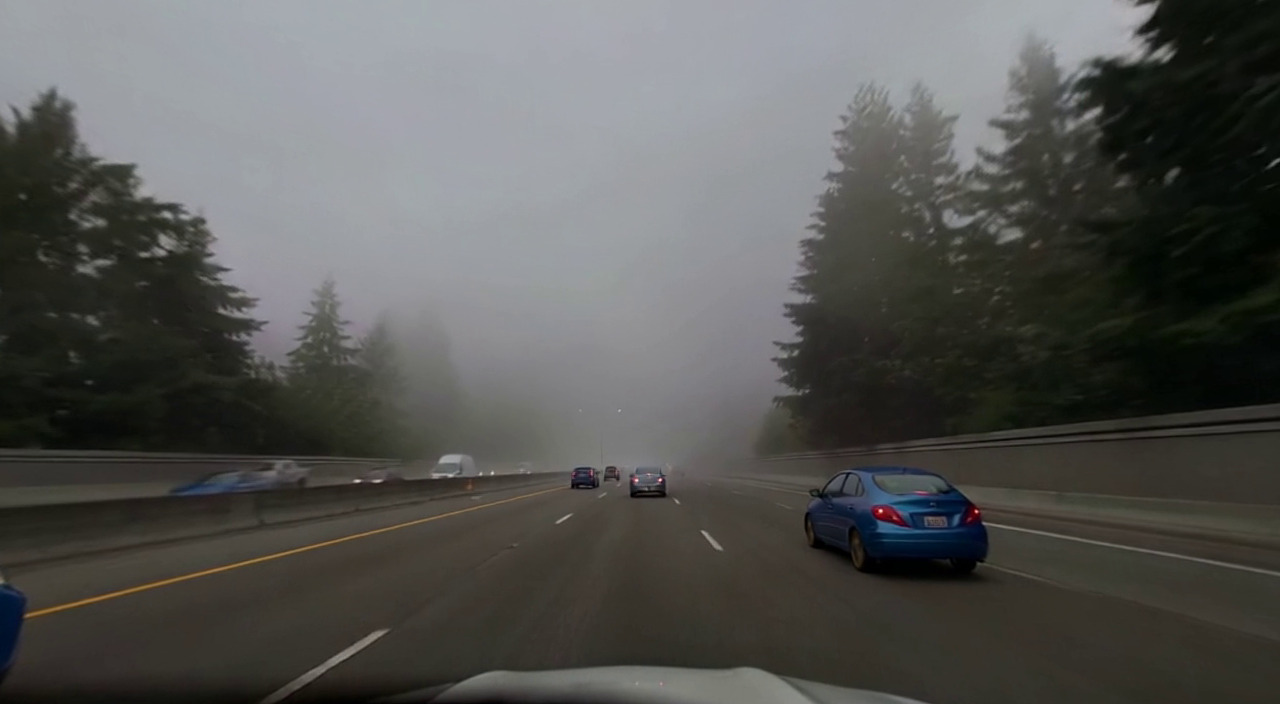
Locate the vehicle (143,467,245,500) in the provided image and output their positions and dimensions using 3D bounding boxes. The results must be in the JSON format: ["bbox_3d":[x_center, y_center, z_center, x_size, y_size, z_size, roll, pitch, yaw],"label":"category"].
[{"bbox_3d":[-23.183,6.834,33.022,1.946,1.549,4.551,1,-10,1],"label":"vehicle"}]

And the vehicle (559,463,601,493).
[{"bbox_3d":[-3.594,7.674,38.508,2.021,1.706,4.247,0,-10,1],"label":"vehicle"}]

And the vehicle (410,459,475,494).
[{"bbox_3d":[-11.558,7.329,37.270,2.143,1.845,4.823,0,-10,2],"label":"vehicle"}]

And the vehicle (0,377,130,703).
[{"bbox_3d":[-3.979,0.664,1.384,1.999,1.659,4.340,1,-10,0],"label":"vehicle"}]

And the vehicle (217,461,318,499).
[{"bbox_3d":[-19.392,6.680,33.143,1.960,1.786,5.223,0,-10,2],"label":"vehicle"}]

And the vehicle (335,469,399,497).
[{"bbox_3d":[-15.627,7.500,36.253,1.847,1.472,3.787,0,-10,1],"label":"vehicle"}]

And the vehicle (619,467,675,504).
[{"bbox_3d":[0.299,5.759,27.485,2.241,1.425,3.973,1,-10,0],"label":"vehicle"}]

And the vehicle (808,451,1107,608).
[{"bbox_3d":[3.771,2.170,8.408,1.938,1.561,3.786,1,-10,-1],"label":"vehicle"}]
